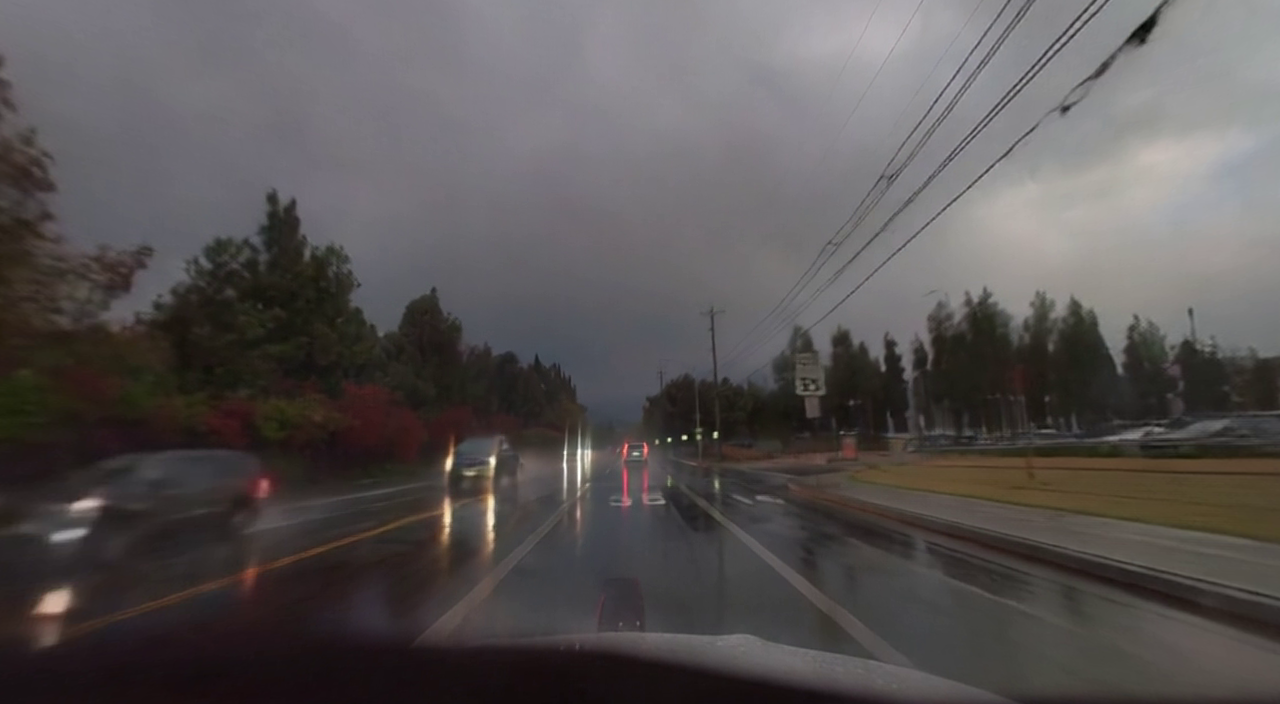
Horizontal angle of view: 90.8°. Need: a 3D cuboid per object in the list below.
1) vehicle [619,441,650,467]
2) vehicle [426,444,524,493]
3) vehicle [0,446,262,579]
[{"bbox_3d":[-0.403,7.398,45.957,2.163,1.746,4.073,0,-8,-1],"label":"vehicle"},{"bbox_3d":[-6.365,4.533,25.200,2.305,1.685,5.690,-1,-8,1],"label":"vehicle"},{"bbox_3d":[-8.972,2.527,10.917,1.988,1.744,4.687,-1,-8,0],"label":"vehicle"}]
